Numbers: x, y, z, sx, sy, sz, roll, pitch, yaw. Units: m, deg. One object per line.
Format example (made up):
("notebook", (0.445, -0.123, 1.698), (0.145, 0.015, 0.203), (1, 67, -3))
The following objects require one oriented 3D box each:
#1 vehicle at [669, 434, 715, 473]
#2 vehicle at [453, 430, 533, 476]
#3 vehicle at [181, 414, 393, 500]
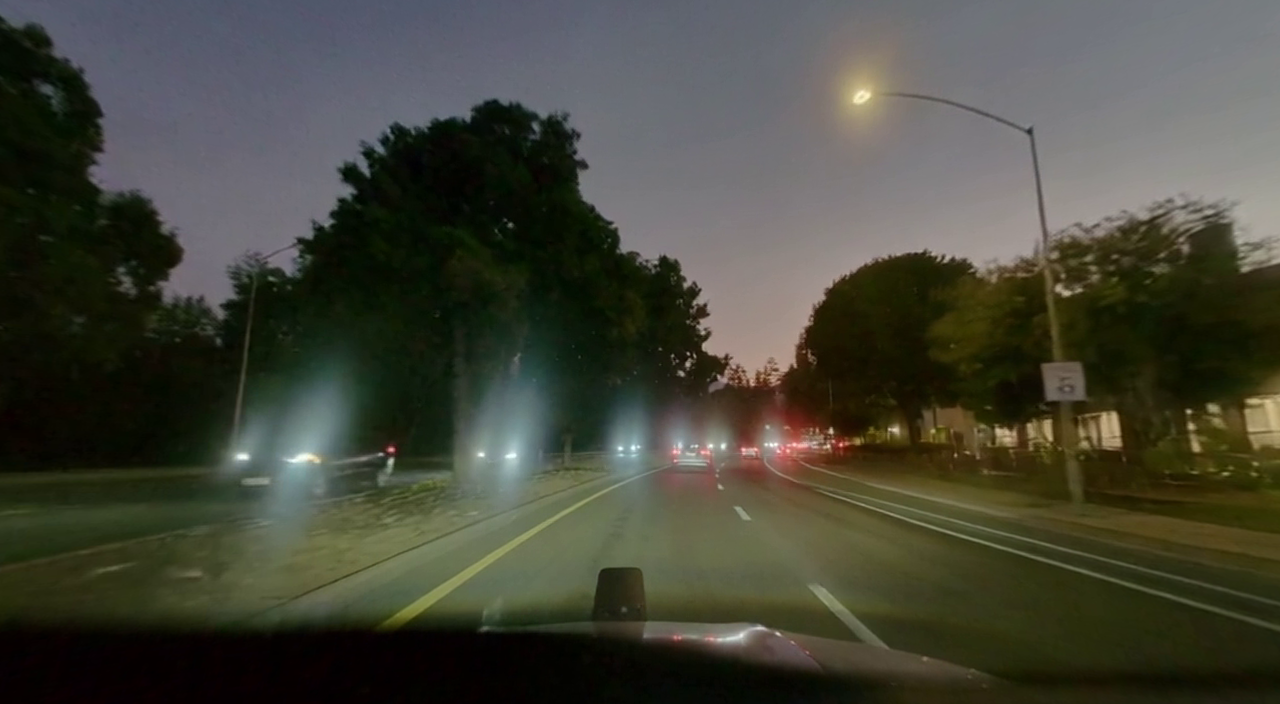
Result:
("vehicle", (2.924, 5.526, 34.410), (2.072, 2.002, 4.391), (-1, -9, 10))
("vehicle", (-6.489, 4.532, 28.392), (1.975, 1.853, 4.600), (-1, -9, 8))
("vehicle", (-8.619, 2.634, 16.061), (2.331, 1.838, 4.865), (-1, -8, 4))
